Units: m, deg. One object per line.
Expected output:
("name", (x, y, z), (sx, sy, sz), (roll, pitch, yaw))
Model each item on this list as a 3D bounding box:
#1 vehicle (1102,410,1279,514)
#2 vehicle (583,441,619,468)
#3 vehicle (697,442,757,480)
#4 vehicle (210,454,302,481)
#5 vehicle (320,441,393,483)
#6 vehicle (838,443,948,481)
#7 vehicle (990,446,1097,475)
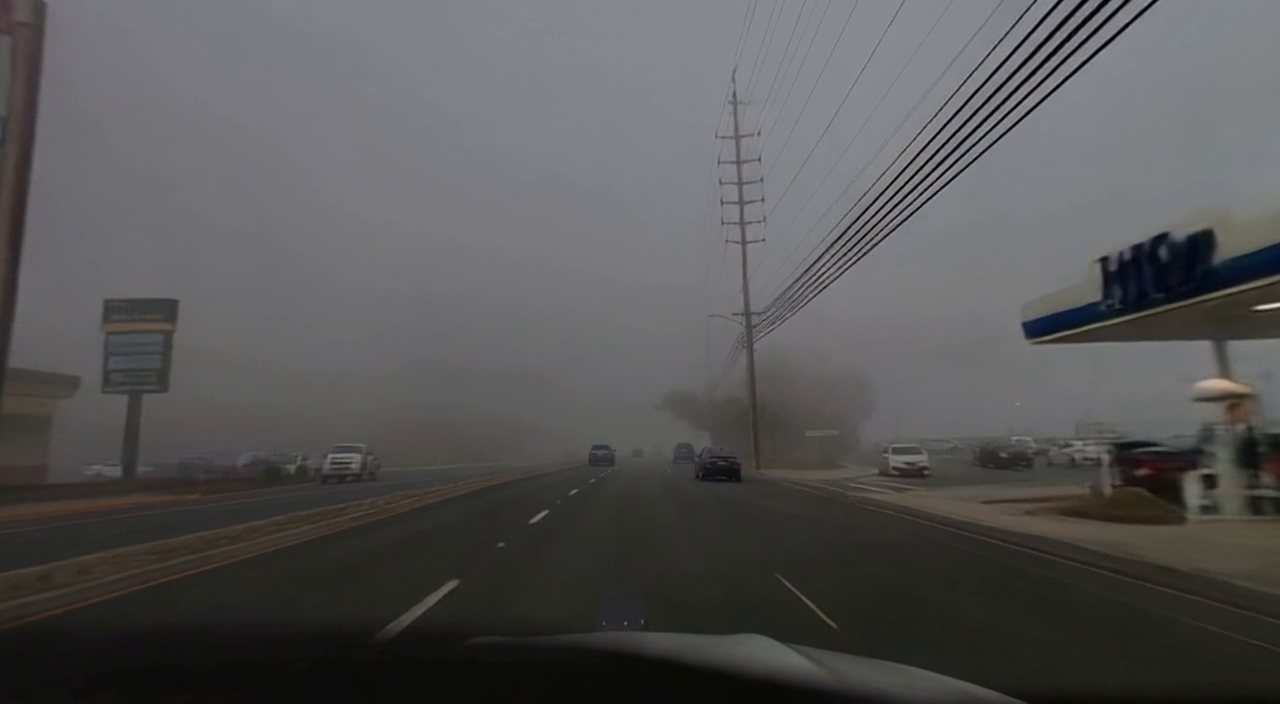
("vehicle", (12.329, 2.118, 12.391), (4.832, 1.813, 2.170), (0, -9, -4))
("vehicle", (-2.578, 6.855, 42.293), (2.047, 1.664, 4.148), (-1, -9, 2))
("vehicle", (3.666, 4.665, 27.304), (1.978, 1.455, 4.195), (1, -9, -1))
("vehicle", (-24.501, 7.338, 40.273), (4.739, 1.607, 2.045), (-2, -9, 11))
("vehicle", (-14.459, 5.584, 31.933), (2.358, 1.904, 5.603), (5, -11, -33))
("vehicle", (11.409, 4.952, 28.594), (4.144, 1.540, 1.913), (0, -7, -6))
("vehicle", (21.459, 5.725, 33.546), (4.779, 1.429, 1.844), (1, -9, -12))
